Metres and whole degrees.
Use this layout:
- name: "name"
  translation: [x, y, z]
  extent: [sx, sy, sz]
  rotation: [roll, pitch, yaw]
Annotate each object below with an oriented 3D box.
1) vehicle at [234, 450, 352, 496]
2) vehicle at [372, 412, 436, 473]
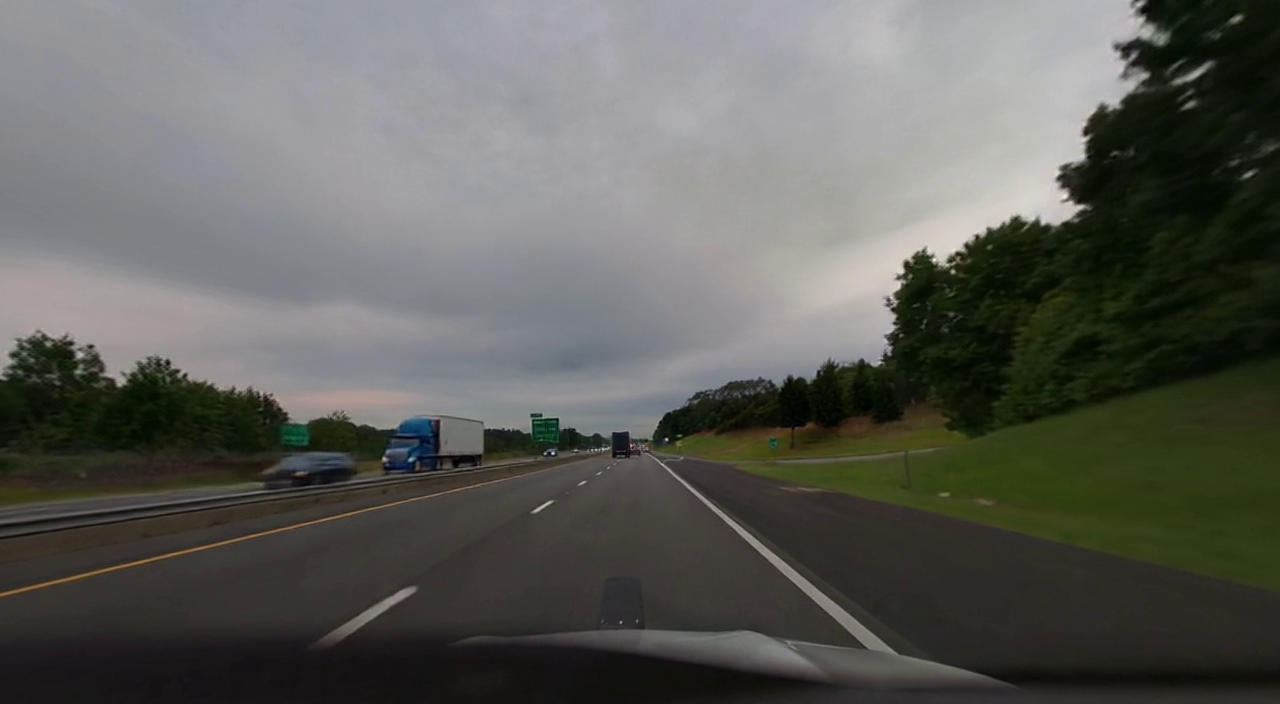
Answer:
- name: "vehicle"
  translation: [-12.086, 4.198, 22.313]
  extent: [1.870, 1.446, 4.016]
  rotation: [0, -9, 0]
- name: "vehicle"
  translation: [-16.223, 6.253, 43.610]
  extent: [3.104, 3.970, 2.917]
  rotation: [-1, -9, 1]
